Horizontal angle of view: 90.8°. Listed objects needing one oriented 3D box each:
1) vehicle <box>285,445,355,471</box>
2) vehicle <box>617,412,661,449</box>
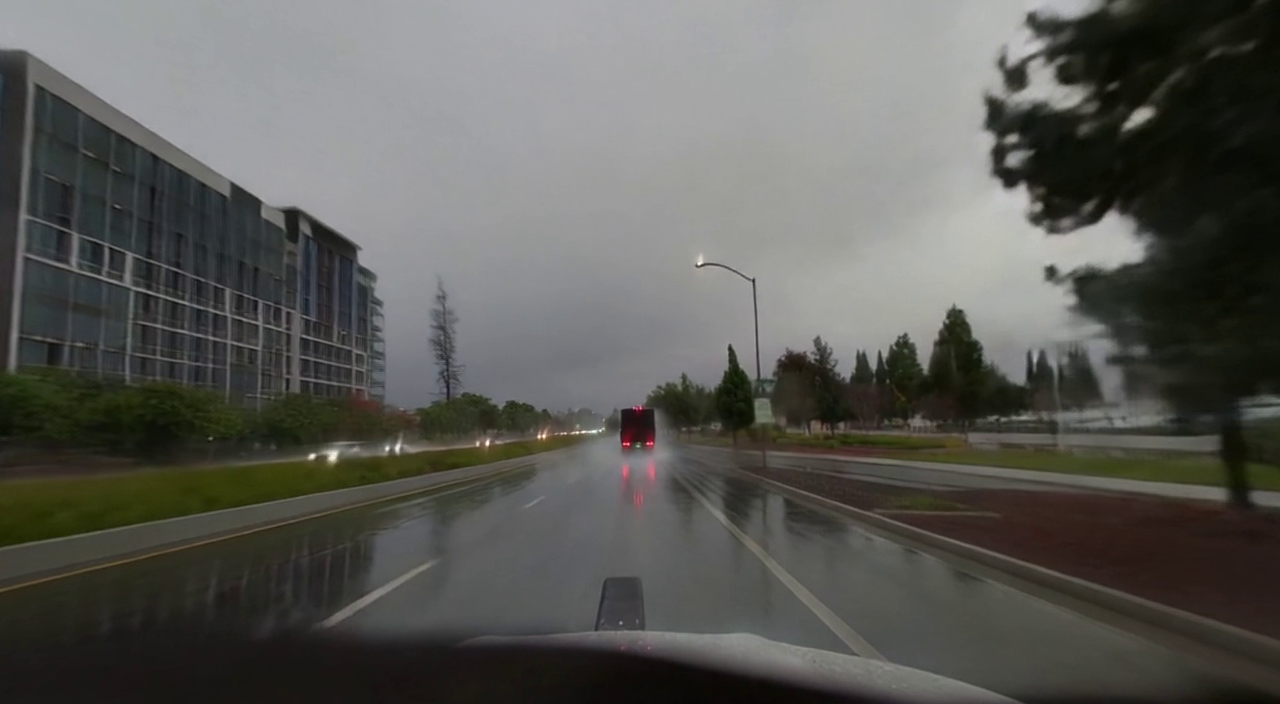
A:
[{"bbox_3d":[-20.098,6.689,39.939,1.935,1.525,4.614,0,-9,0],"label":"vehicle"},{"bbox_3d":[-0.129,4.307,34.093,2.178,1.829,4.932,0,-9,-2],"label":"vehicle"}]
